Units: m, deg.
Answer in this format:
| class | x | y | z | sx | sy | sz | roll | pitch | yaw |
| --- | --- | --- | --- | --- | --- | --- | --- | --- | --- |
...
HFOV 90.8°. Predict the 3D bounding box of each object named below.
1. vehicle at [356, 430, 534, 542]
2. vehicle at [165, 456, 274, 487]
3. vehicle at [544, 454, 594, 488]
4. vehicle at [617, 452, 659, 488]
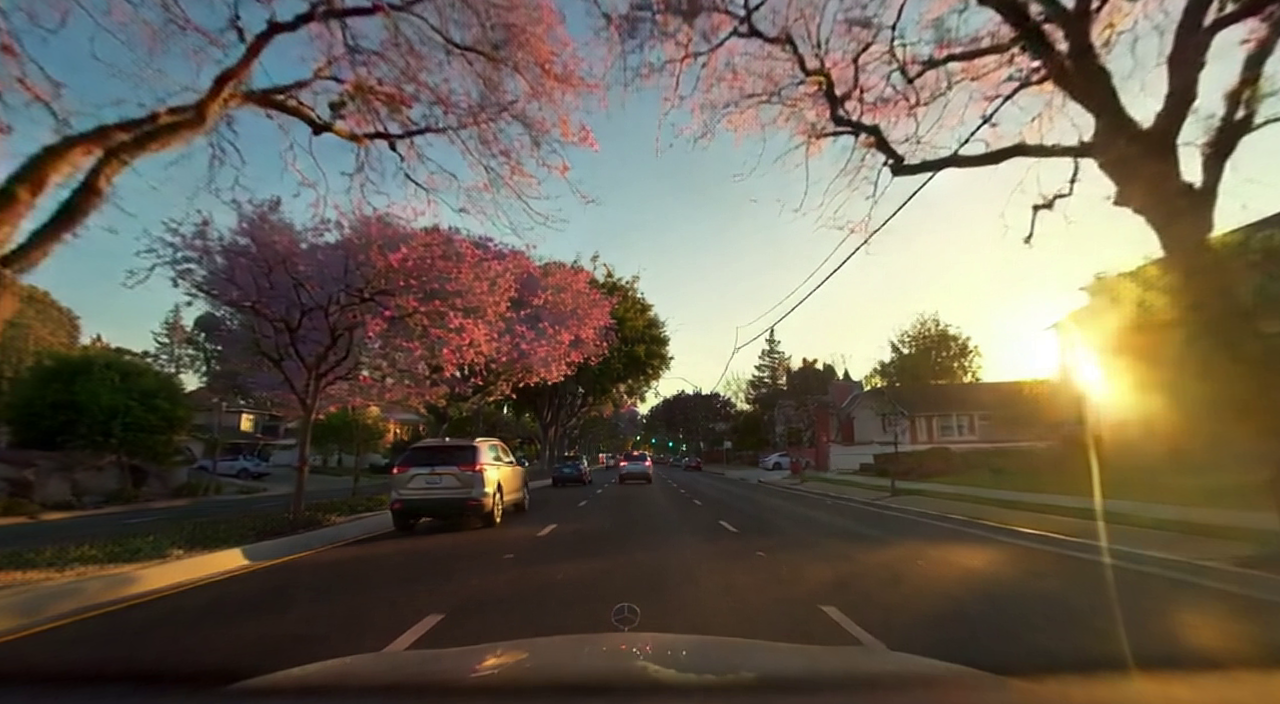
| class | x | y | z | sx | sy | sz | roll | pitch | yaw |
| --- | --- | --- | --- | --- | --- | --- | --- | --- | --- |
| vehicle | -3.778 | 2.672 | 13.364 | 2.161 | 1.919 | 4.798 | 0 | -8 | 1 |
| vehicle | -28.626 | 8.117 | 43.284 | 5.692 | 1.926 | 2.274 | 3 | -9 | -18 |
| vehicle | -3.613 | 6.162 | 32.926 | 2.066 | 1.565 | 3.905 | 0 | -8 | 2 |
| vehicle | -0.083 | 5.894 | 31.870 | 1.997 | 1.636 | 3.760 | 0 | -8 | 0 |
